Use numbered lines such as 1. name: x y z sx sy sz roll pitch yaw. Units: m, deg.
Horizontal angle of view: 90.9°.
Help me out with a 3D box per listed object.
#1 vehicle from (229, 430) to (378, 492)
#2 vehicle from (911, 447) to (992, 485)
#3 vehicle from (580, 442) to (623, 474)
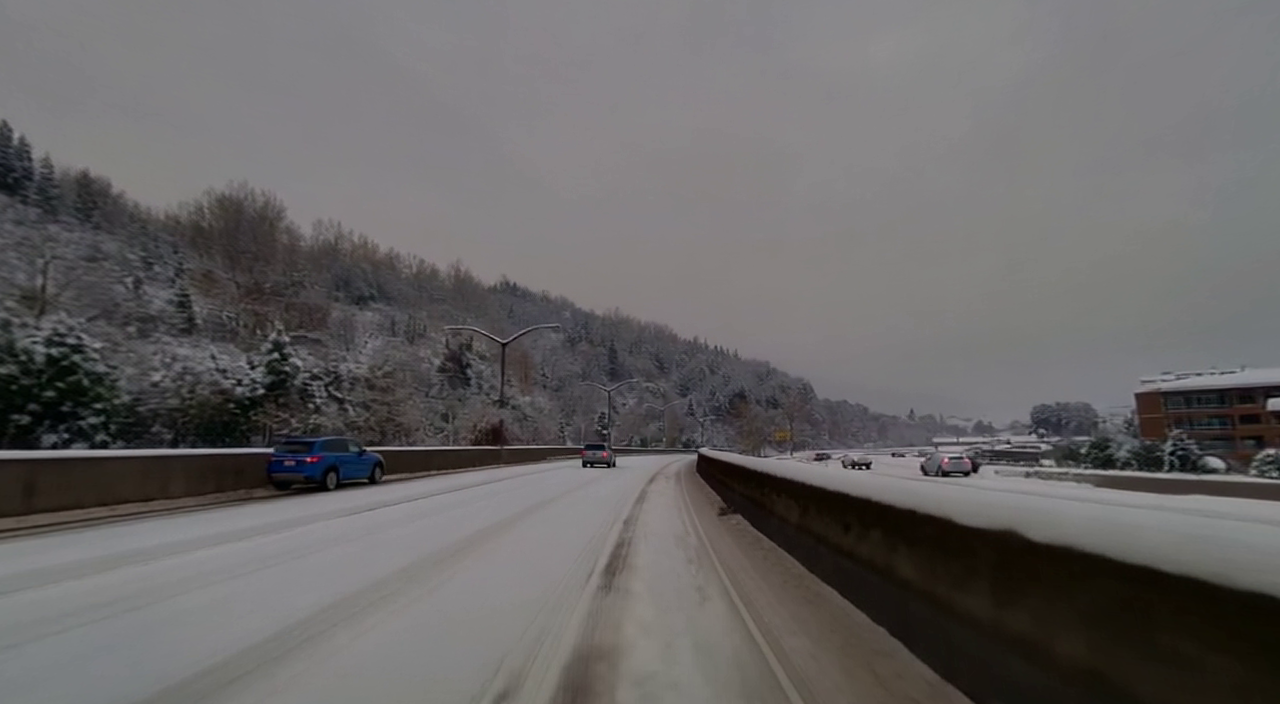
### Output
1. vehicle: -10.525 3.433 20.231 2.039 1.746 4.528 -1 -8 4
2. vehicle: 14.191 5.180 29.045 1.786 1.559 4.496 -1 -8 6
3. vehicle: -2.217 6.313 37.653 2.028 1.782 4.150 -1 -8 4
